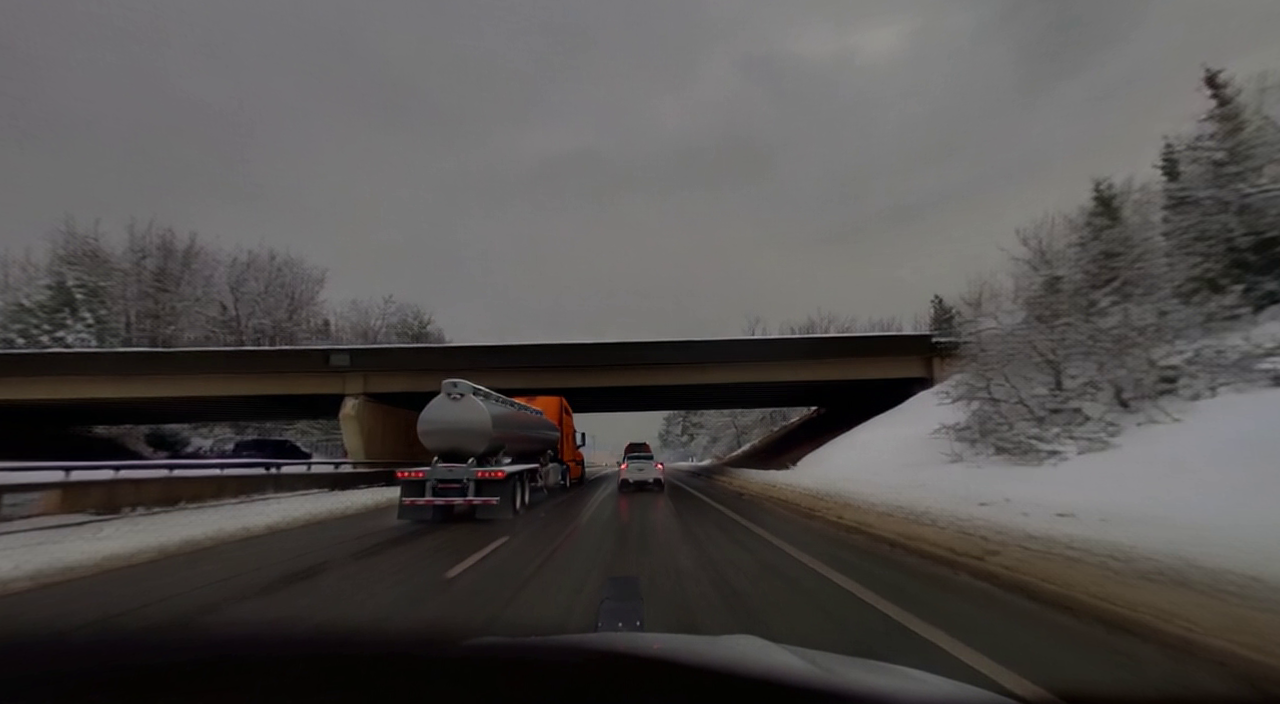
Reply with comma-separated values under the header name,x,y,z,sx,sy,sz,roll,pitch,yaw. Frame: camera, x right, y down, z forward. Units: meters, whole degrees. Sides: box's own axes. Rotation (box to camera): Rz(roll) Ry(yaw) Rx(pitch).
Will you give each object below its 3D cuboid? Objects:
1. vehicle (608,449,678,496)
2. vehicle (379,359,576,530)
name,x,y,z,sx,sy,sz,roll,pitch,yaw
vehicle,0.059,4.138,22.137,2.215,1.481,4.246,0,-9,-1
vehicle,-4.132,3.011,20.570,2.896,3.563,14.643,0,-9,-1
